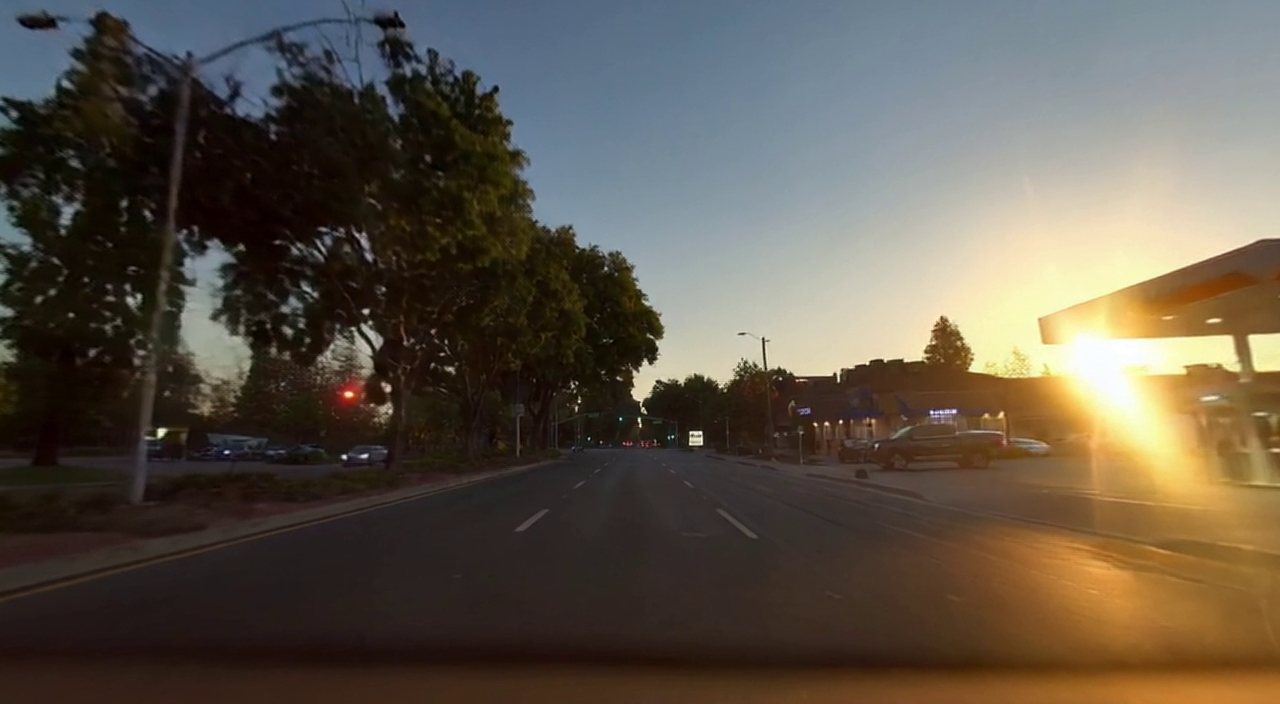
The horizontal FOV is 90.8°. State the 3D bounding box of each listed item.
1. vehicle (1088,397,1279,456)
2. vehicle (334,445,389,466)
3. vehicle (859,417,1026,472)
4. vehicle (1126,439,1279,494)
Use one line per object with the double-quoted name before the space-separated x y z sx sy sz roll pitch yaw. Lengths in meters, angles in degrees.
"vehicle" 38.001 5.214 43.814 11.260 3.858 3.063 0 -9 0
"vehicle" -20.173 7.486 45.983 1.846 1.461 4.674 0 -8 1
"vehicle" 13.300 4.135 28.160 6.063 2.313 2.534 0 -8 1
"vehicle" 17.648 3.450 19.353 1.815 1.471 4.398 0 -9 -3
